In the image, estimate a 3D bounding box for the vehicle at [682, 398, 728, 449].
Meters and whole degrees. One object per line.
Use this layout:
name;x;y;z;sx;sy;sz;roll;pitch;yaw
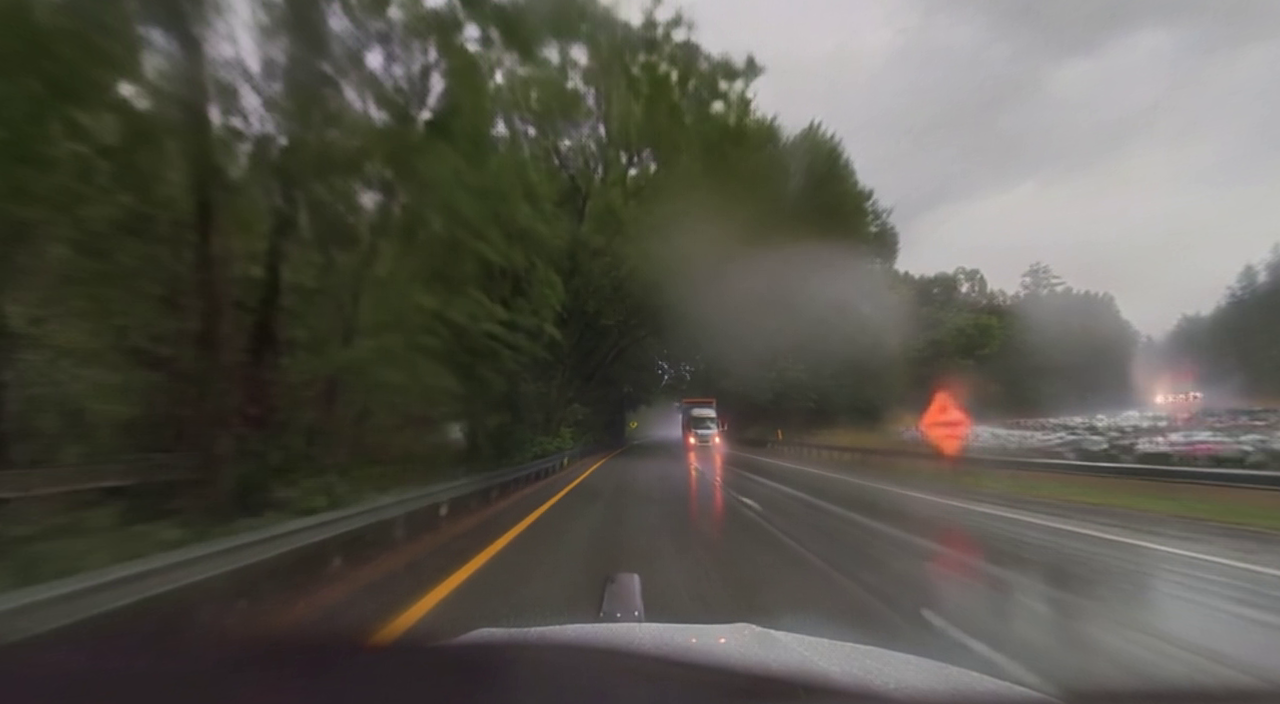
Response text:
vehicle;4.535;5.130;44.658;2.749;3.357;4.979;0;-8;1
